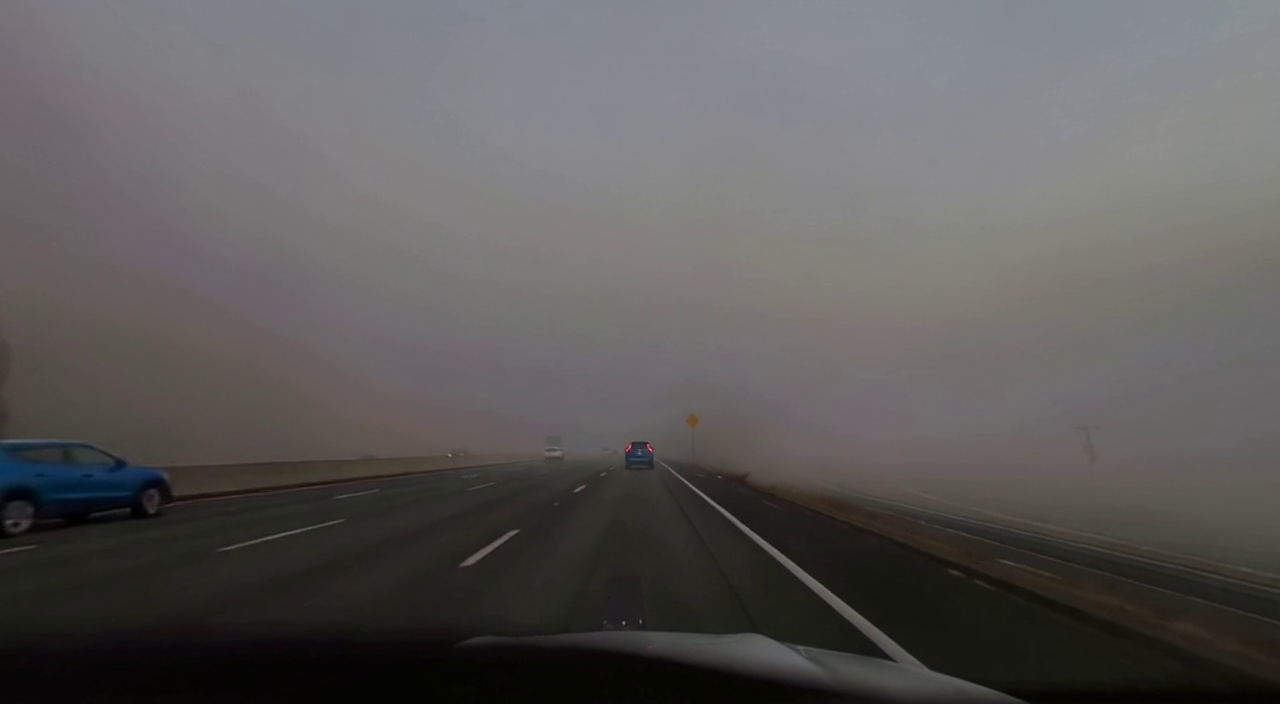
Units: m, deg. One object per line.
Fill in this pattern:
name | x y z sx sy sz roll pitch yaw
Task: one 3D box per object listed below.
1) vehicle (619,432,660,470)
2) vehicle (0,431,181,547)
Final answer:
vehicle | -0.027 5.963 38.183 2.318 2.145 4.561 0 -8 0
vehicle | -10.324 2.151 10.214 2.037 1.661 4.885 0 -8 1
